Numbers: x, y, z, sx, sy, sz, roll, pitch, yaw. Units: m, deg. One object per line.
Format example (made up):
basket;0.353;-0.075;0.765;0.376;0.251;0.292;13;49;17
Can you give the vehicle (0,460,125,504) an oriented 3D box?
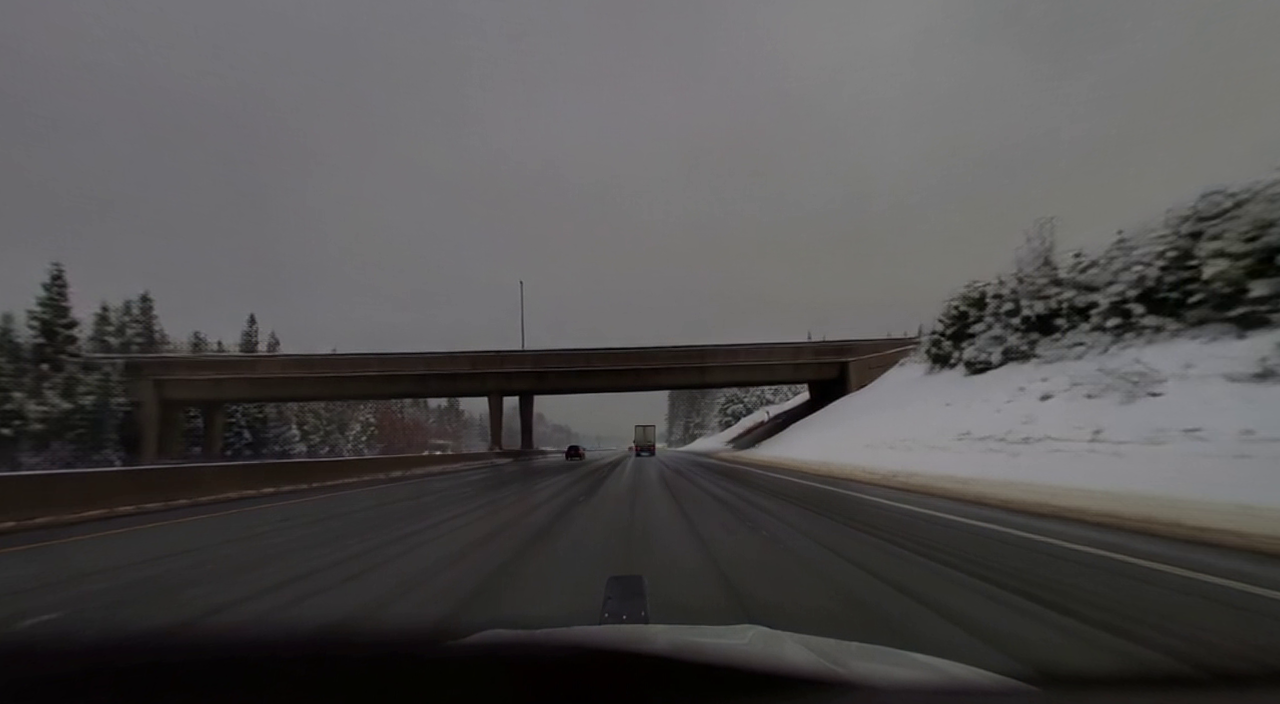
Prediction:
vehicle;-23.790;5.223;25.717;1.817;1.475;4.410;0;-8;1

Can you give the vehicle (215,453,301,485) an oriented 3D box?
vehicle;-20.202;6.179;33.561;1.879;1.487;4.188;0;-8;1
